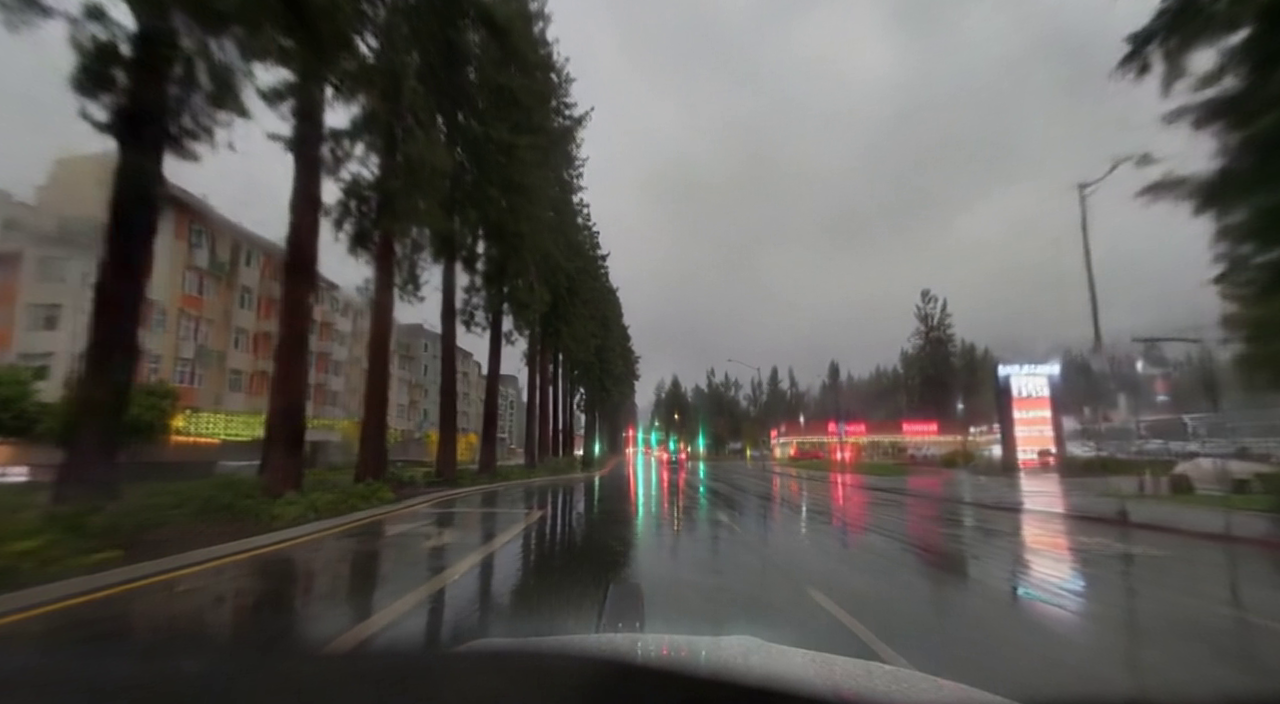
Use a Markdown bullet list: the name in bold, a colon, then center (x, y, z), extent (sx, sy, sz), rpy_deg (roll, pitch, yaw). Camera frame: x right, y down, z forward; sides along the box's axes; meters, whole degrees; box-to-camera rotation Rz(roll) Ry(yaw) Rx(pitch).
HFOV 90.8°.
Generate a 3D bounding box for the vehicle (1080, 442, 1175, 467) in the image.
- **vehicle**: center (34.639, 7.291, 45.014), extent (2.054, 1.684, 4.845), rpy_deg (7, -10, -33)

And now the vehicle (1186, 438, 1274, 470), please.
- **vehicle**: center (31.648, 5.491, 34.096), extent (2.133, 1.584, 4.842), rpy_deg (-5, -10, 27)
